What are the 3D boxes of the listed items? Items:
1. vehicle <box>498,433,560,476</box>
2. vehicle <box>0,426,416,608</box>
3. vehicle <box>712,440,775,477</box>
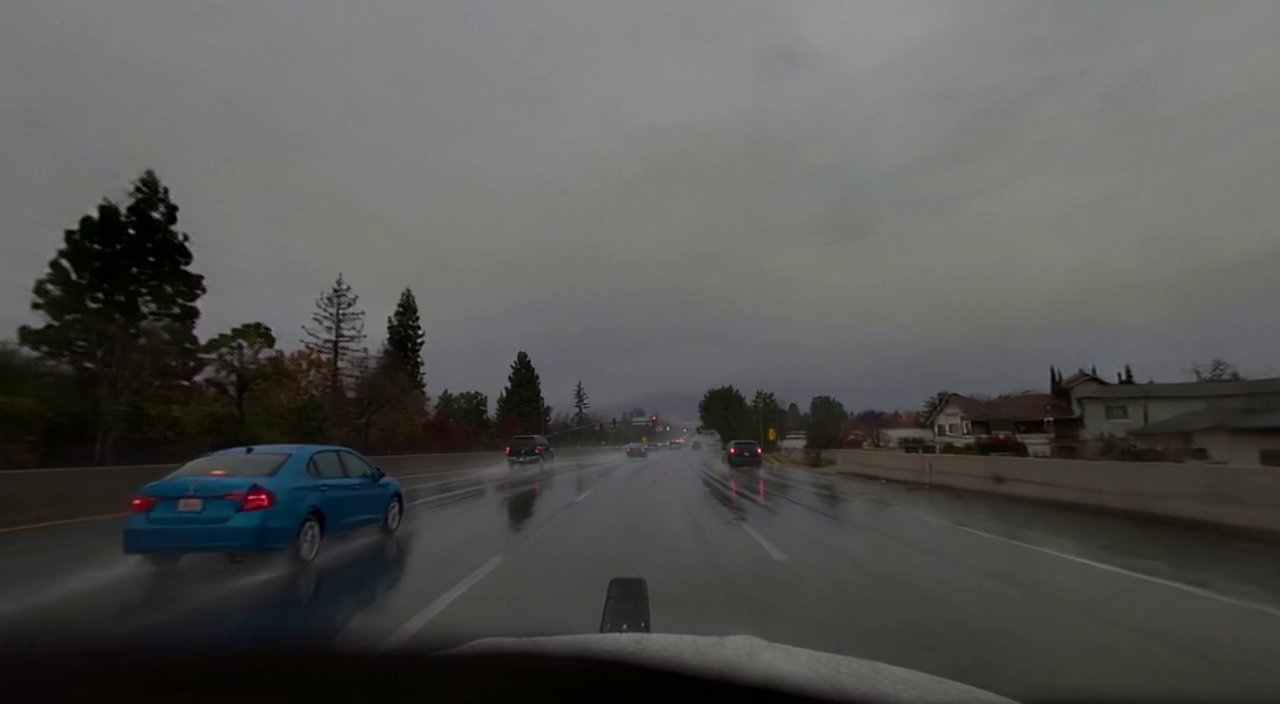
[{"bbox_3d":[-5.063,4.731,29.335,2.122,1.847,4.696,0,-8,-1],"label":"vehicle"},{"bbox_3d":[-4.409,1.688,7.473,1.948,1.475,4.461,0,-8,-2],"label":"vehicle"},{"bbox_3d":[4.408,4.601,27.598,2.100,1.472,4.533,0,-8,1],"label":"vehicle"}]
